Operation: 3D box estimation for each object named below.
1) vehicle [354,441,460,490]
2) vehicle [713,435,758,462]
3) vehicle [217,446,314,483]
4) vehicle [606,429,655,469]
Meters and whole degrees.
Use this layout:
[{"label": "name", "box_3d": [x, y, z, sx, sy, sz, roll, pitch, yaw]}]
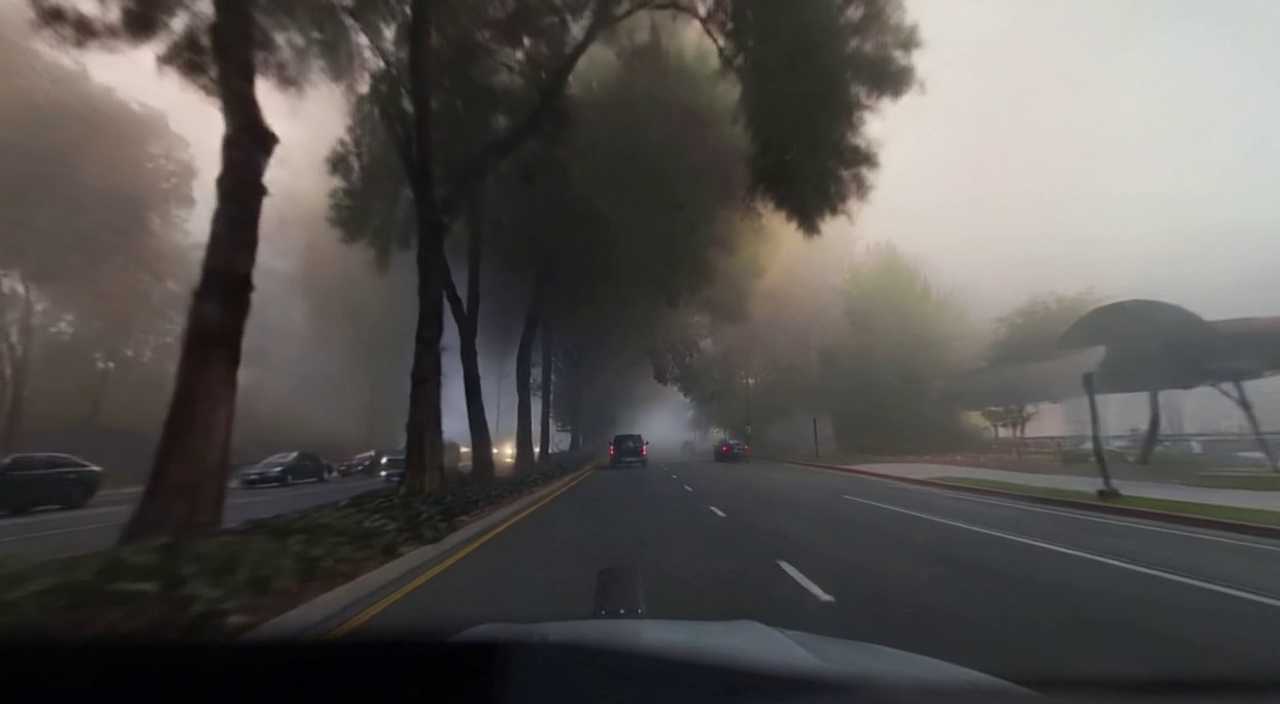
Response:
[{"label": "vehicle", "box_3d": [-7.756, 3.813, 21.551, 1.964, 1.478, 4.368, 0, -8, 0]}, {"label": "vehicle", "box_3d": [6.797, 6.929, 45.470, 2.364, 1.781, 4.854, 0, -8, -2]}, {"label": "vehicle", "box_3d": [-18.548, 5.560, 31.563, 1.980, 1.712, 4.535, 0, -8, 1]}, {"label": "vehicle", "box_3d": [-0.490, 5.153, 33.631, 2.411, 1.937, 5.186, 0, -8, 0]}]
